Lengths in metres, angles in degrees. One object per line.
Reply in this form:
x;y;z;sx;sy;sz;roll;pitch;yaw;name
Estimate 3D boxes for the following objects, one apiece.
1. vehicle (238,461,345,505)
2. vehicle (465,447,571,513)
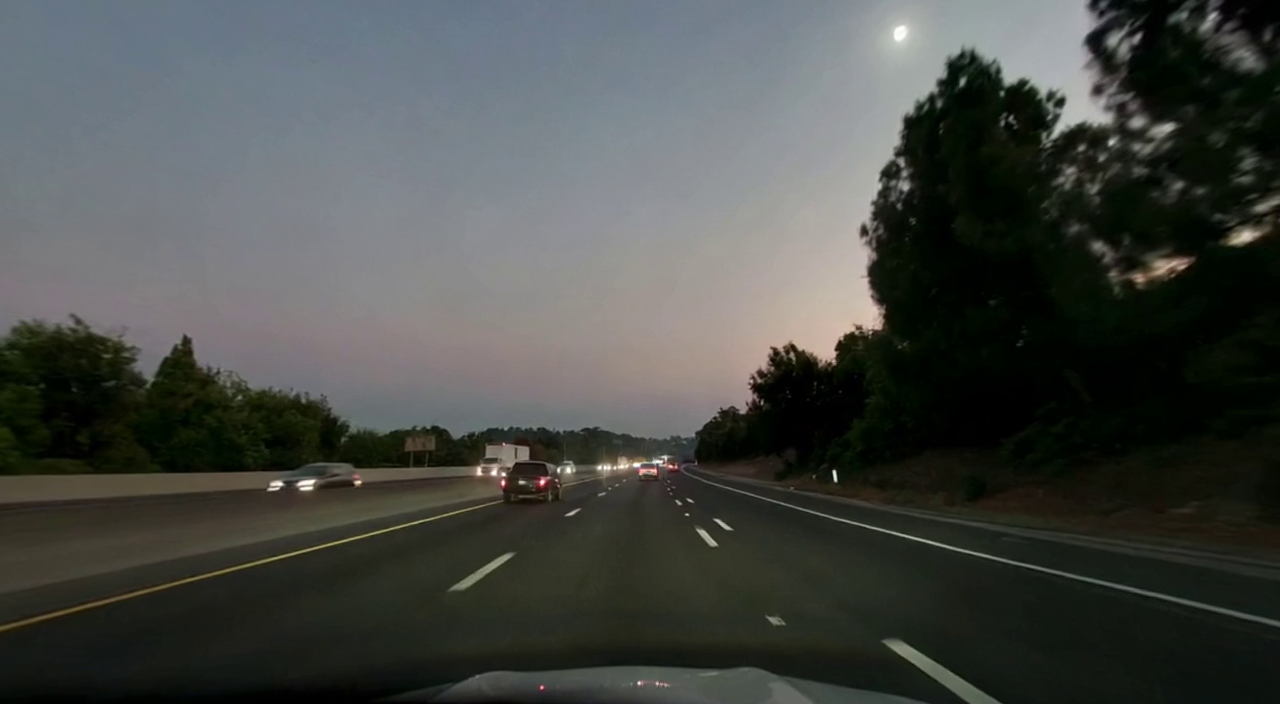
-13.105;4.942;23.983;1.835;1.464;3.801;1;-11;1;vehicle
-3.687;4.038;20.114;2.233;1.791;4.981;1;-10;1;vehicle
